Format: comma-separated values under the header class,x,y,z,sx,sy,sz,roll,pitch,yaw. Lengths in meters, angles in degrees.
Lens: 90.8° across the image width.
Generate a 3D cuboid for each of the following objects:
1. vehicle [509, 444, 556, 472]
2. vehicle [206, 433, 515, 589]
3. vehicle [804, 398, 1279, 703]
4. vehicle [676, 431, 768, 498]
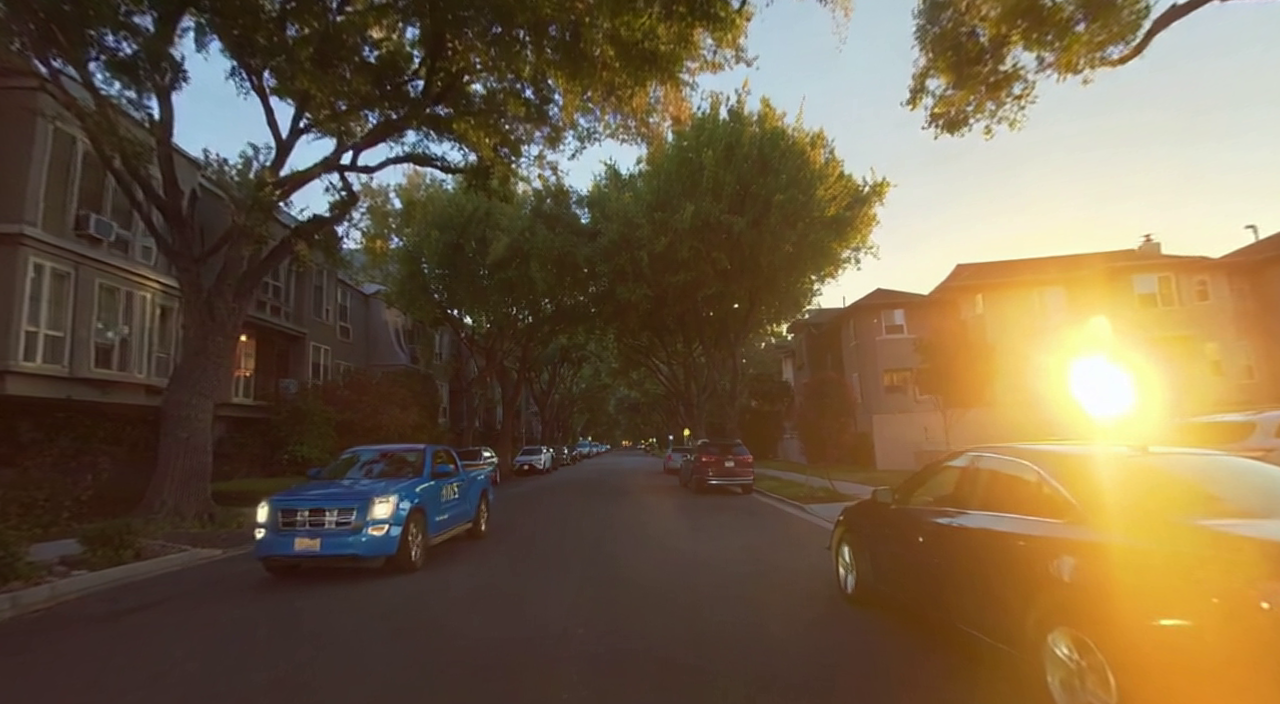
class,x,y,z,sx,sy,sz,roll,pitch,yaw
vehicle,-6.411,6.372,38.175,1.959,1.490,4.361,0,-7,1
vehicle,-3.231,1.901,8.522,1.966,1.515,4.394,0,-8,3
vehicle,2.603,1.145,3.596,1.845,1.479,4.727,0,-8,-3
vehicle,2.174,3.115,17.862,1.878,1.664,4.033,0,-8,-3
